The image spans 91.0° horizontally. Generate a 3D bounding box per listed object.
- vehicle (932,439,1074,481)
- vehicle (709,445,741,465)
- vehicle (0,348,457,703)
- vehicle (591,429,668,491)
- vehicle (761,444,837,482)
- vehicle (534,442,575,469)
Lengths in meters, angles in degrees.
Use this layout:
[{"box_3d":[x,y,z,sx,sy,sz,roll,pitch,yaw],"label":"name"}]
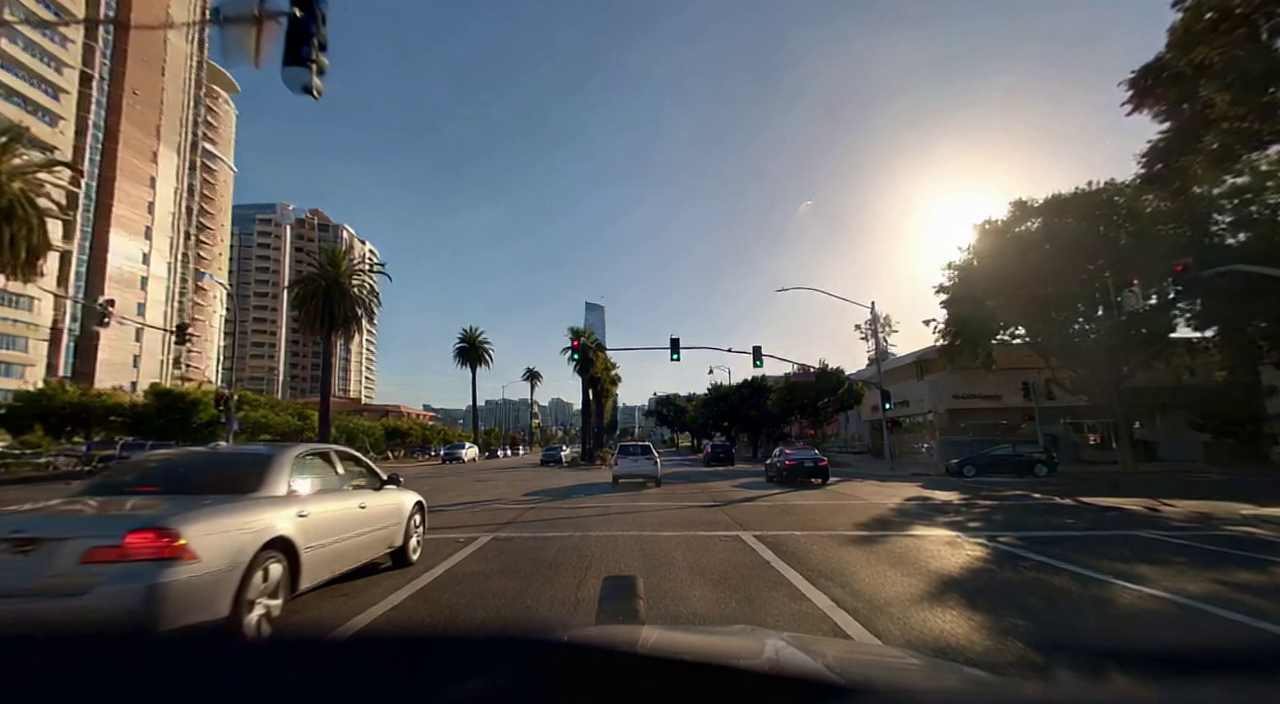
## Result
[{"box_3d":[15.373,4.580,26.972,4.722,1.695,2.121,-2,-9,11],"label":"vehicle"},{"box_3d":[6.429,7.861,48.108,1.777,1.443,3.942,0,-8,-2],"label":"vehicle"},{"box_3d":[-3.425,1.242,5.440,2.144,1.796,5.103,0,-8,0],"label":"vehicle"},{"box_3d":[-0.319,3.535,20.944,2.277,1.816,4.192,0,-8,0],"label":"vehicle"},{"box_3d":[6.717,4.745,27.197,1.975,1.483,4.769,0,-8,-1],"label":"vehicle"},{"box_3d":[-5.342,6.518,39.790,2.028,1.489,4.386,-3,-8,-1],"label":"vehicle"}]
